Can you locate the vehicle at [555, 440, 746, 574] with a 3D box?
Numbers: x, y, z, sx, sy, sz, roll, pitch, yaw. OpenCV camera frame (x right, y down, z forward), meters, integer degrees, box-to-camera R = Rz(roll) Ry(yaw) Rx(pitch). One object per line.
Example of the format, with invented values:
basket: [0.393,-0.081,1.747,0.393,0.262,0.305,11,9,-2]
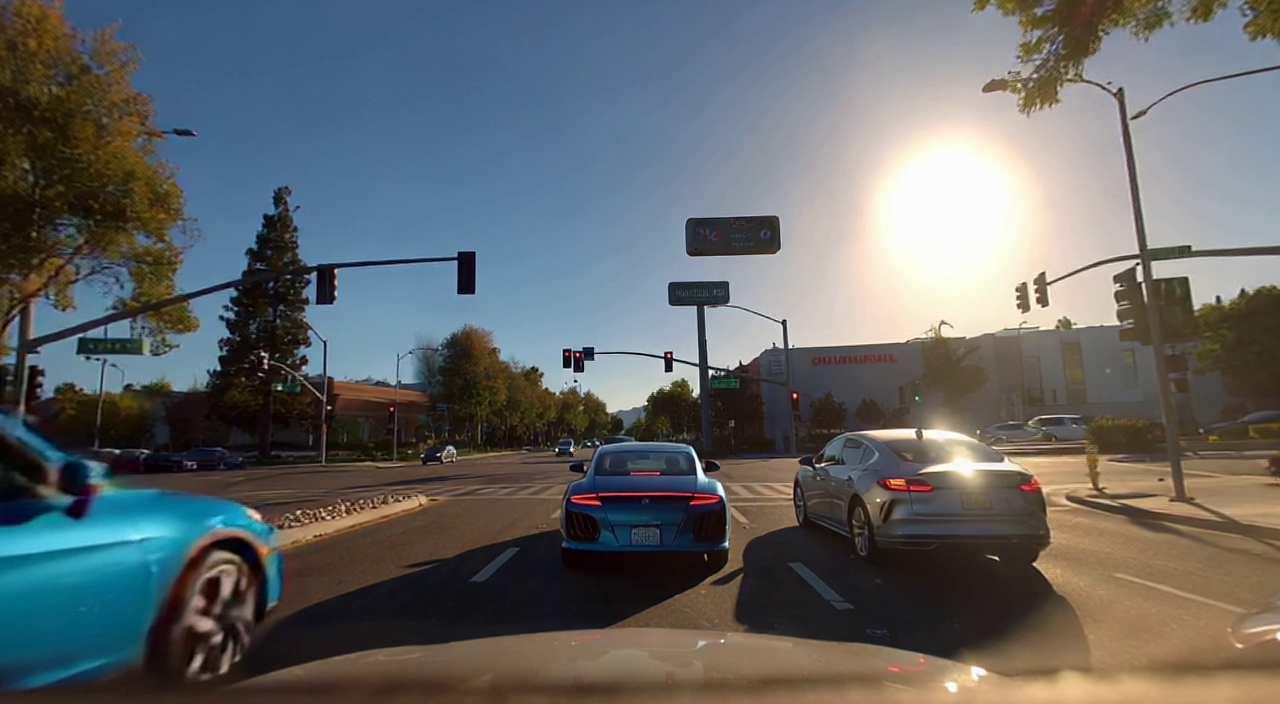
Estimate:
vehicle: [0.120,1.871,8.396,1.945,1.343,3.827,0,-8,0]

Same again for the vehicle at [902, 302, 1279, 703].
vehicle: [3.099,0.808,2.532,2.143,1.759,4.531,0,-8,0]

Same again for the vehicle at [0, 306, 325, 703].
vehicle: [-3.298,0.697,1.949,2.061,1.781,4.842,0,-8,1]
